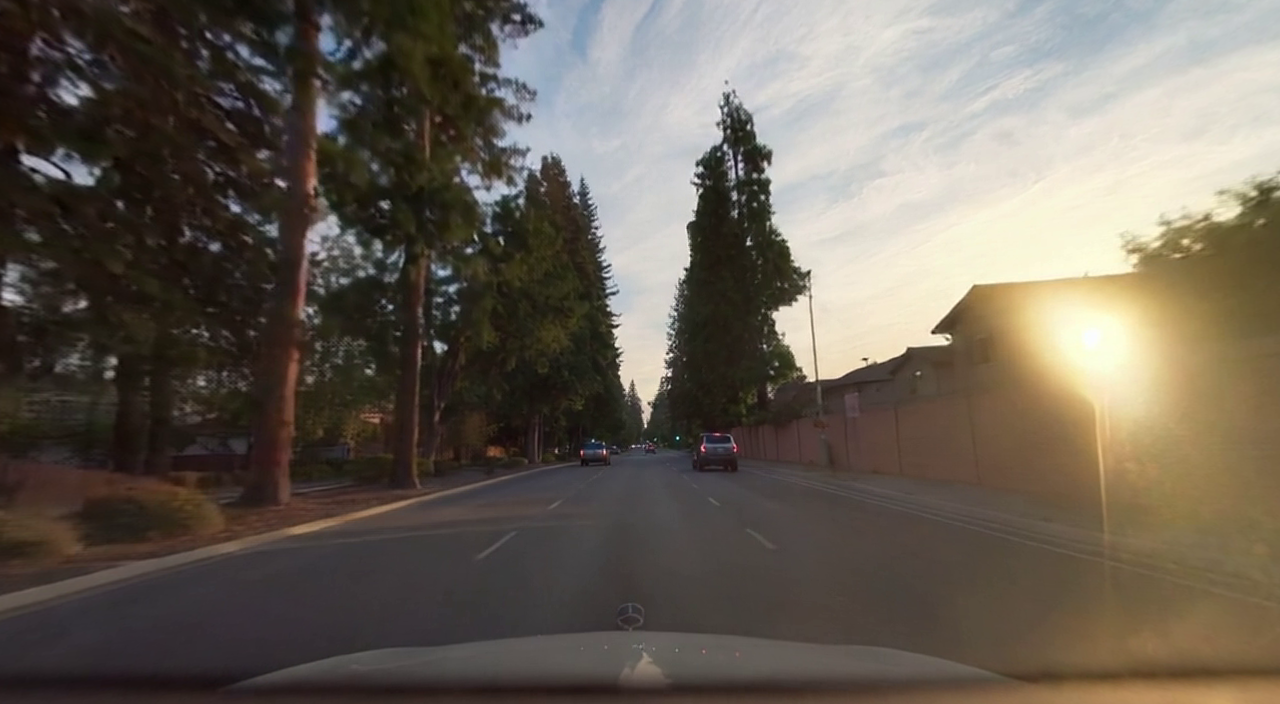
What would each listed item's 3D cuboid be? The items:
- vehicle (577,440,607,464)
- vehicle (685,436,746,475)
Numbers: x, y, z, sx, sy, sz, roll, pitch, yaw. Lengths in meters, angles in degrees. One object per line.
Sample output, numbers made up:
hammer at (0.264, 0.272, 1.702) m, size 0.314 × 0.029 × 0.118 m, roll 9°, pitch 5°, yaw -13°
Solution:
vehicle at (-3.649, 7.692, 48.692) m, size 2.002 × 1.747 × 4.728 m, roll 0°, pitch -8°, yaw 0°
vehicle at (3.551, 4.983, 30.627) m, size 2.321 × 1.695 × 5.037 m, roll 0°, pitch -8°, yaw -1°
